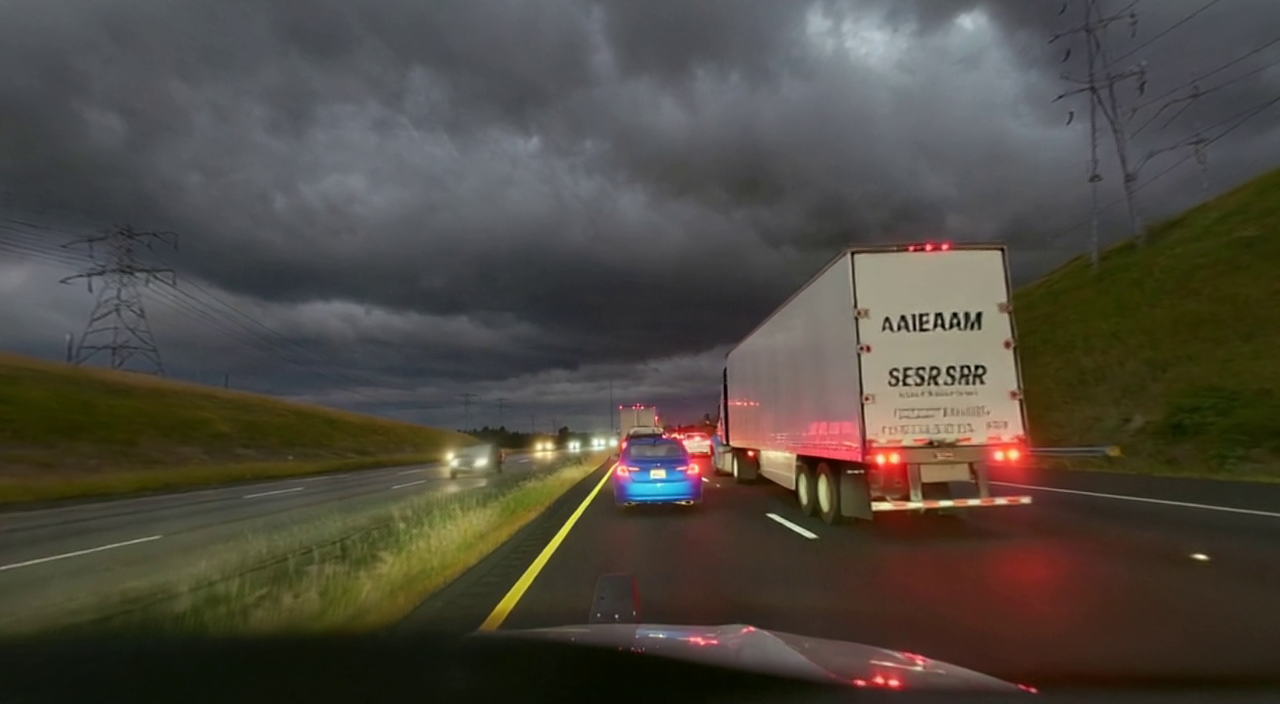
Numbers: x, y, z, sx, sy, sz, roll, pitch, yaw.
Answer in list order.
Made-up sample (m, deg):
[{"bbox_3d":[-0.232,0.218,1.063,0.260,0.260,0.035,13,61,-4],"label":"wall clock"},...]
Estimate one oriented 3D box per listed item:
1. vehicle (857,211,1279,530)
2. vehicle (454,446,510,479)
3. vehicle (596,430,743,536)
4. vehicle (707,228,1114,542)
[{"bbox_3d":[8.694,1.031,14.282,2.845,4.146,12.401,0,-8,-1],"label":"vehicle"},{"bbox_3d":[-8.209,5.746,33.036,1.848,1.512,4.327,-1,-8,0],"label":"vehicle"},{"bbox_3d":[0.347,2.085,10.628,2.045,1.446,3.597,0,-8,-2],"label":"vehicle"},{"bbox_3d":[4.182,1.346,15.230,3.138,4.065,14.276,0,-8,-2],"label":"vehicle"}]
